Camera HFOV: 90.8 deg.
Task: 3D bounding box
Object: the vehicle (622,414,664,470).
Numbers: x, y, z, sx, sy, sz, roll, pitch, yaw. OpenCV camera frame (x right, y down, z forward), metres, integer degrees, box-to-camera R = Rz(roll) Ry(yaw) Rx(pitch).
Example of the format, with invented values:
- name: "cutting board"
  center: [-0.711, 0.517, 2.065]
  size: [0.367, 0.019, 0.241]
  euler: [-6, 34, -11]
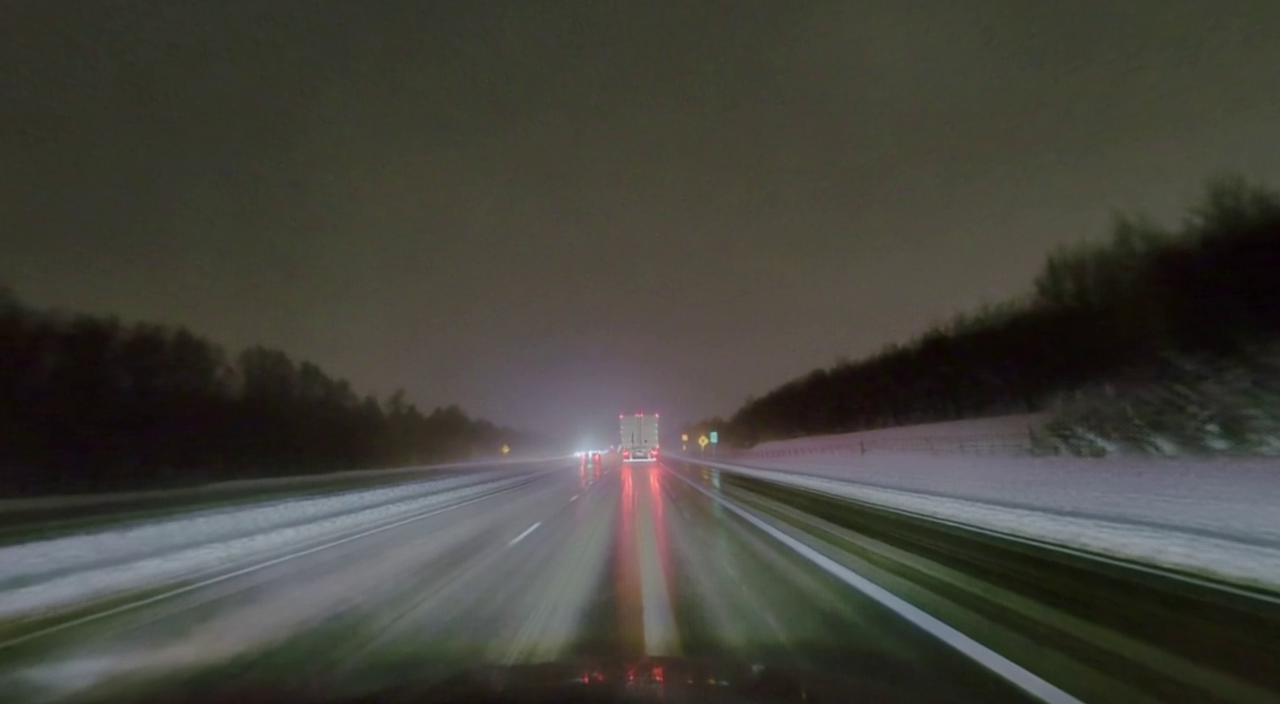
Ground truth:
- name: "vehicle"
  center: [0.080, 6.960, 48.409]
  size: [2.864, 3.805, 9.500]
  euler: [0, -9, -2]
